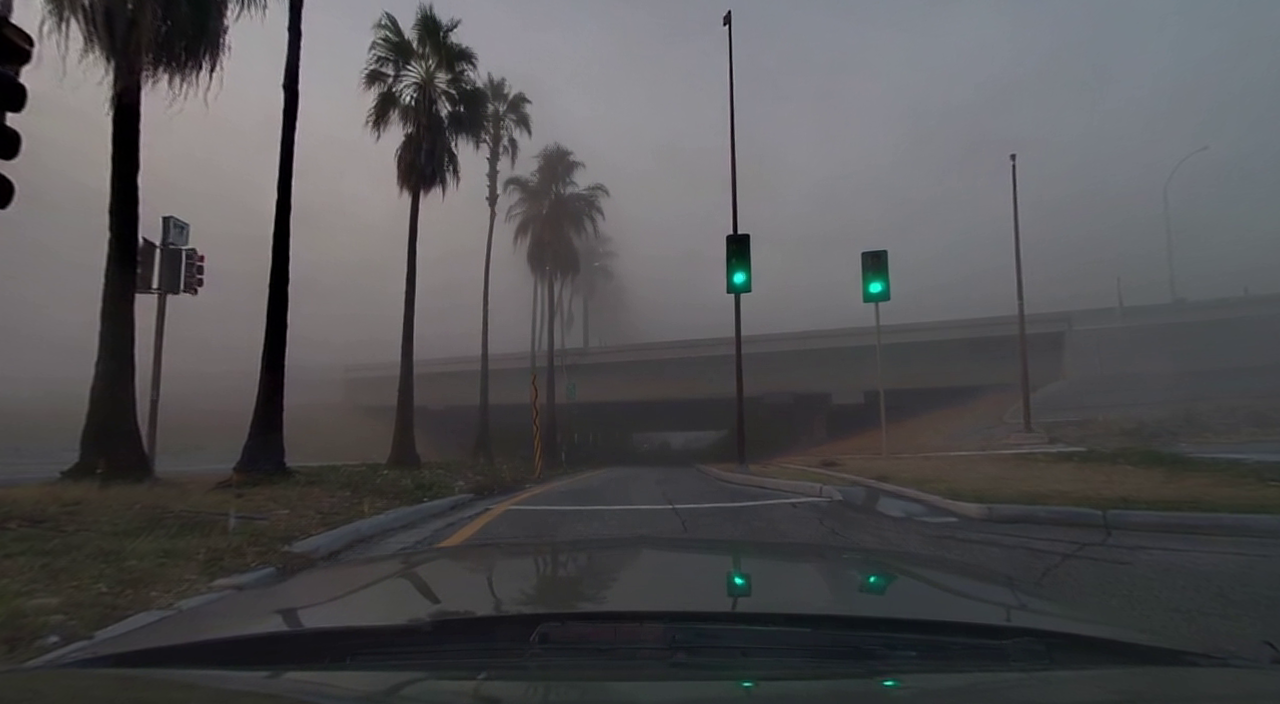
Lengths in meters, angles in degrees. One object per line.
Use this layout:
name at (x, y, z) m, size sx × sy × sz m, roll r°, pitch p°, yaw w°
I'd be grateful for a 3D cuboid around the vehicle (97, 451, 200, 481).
vehicle at (-26.586, 6.164, 34.282) m, size 1.830 × 1.443 × 4.551 m, roll 0°, pitch -9°, yaw 2°

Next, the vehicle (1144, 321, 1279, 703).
vehicle at (3.442, 0.497, 0.559) m, size 2.028 × 1.770 × 4.737 m, roll 0°, pitch -9°, yaw 0°

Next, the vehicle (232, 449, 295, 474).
vehicle at (-26.266, 7.617, 44.066) m, size 1.941 × 1.631 × 4.017 m, roll 0°, pitch -9°, yaw 0°
